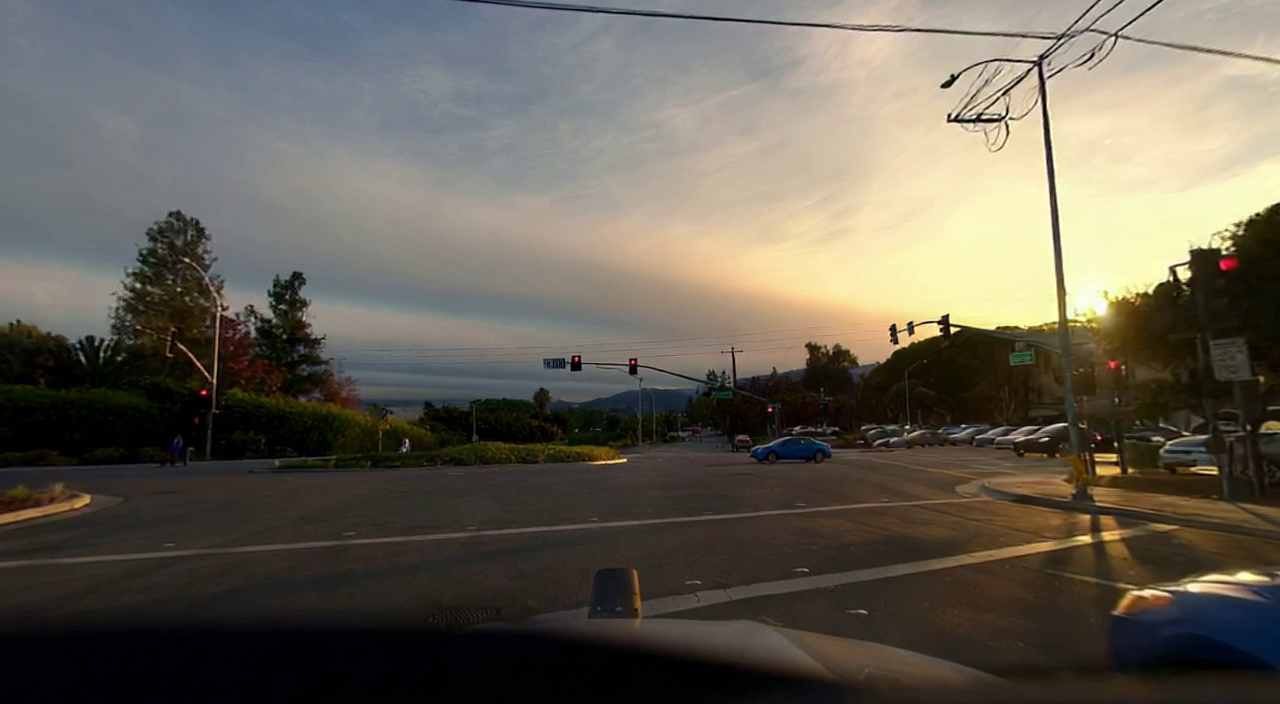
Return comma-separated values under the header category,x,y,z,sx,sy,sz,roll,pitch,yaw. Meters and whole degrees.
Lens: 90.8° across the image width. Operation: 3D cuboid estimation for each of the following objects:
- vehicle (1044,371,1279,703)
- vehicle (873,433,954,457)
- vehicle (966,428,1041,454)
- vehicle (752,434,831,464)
category,x,y,z,sx,sy,sz,roll,pitch,yaw
vehicle,3.144,0.628,0.625,2.017,1.559,5.132,0,-9,-1
vehicle,18.645,6.328,43.014,5.234,1.549,1.982,4,-9,-24
vehicle,26.858,6.614,46.670,5.032,1.828,2.183,4,-9,-24
vehicle,8.050,5.165,33.593,3.896,1.500,1.740,5,-10,-30
